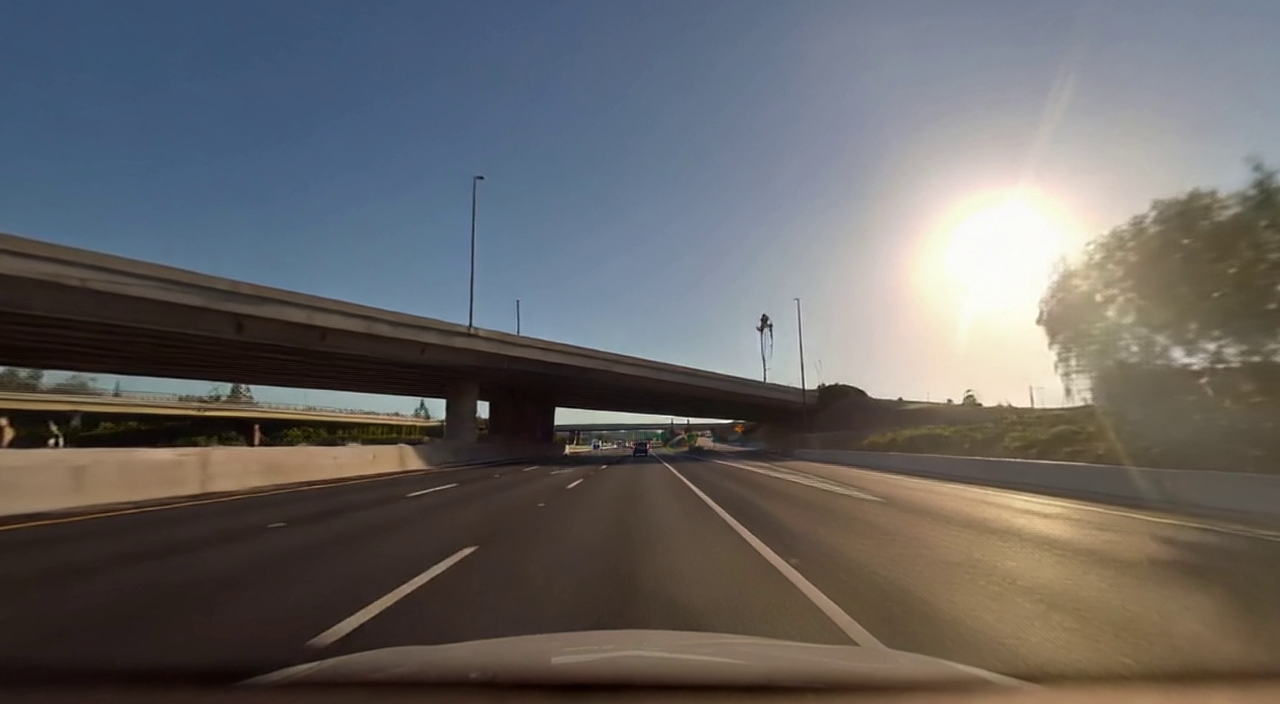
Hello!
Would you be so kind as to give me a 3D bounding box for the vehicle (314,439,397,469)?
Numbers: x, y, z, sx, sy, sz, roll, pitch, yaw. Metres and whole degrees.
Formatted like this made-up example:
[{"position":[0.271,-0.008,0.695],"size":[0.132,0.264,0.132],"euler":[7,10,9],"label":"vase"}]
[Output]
[{"position":[-17.000,6.138,38.084],"size":[2.251,1.664,5.666],"euler":[0,-9,1],"label":"vehicle"}]
